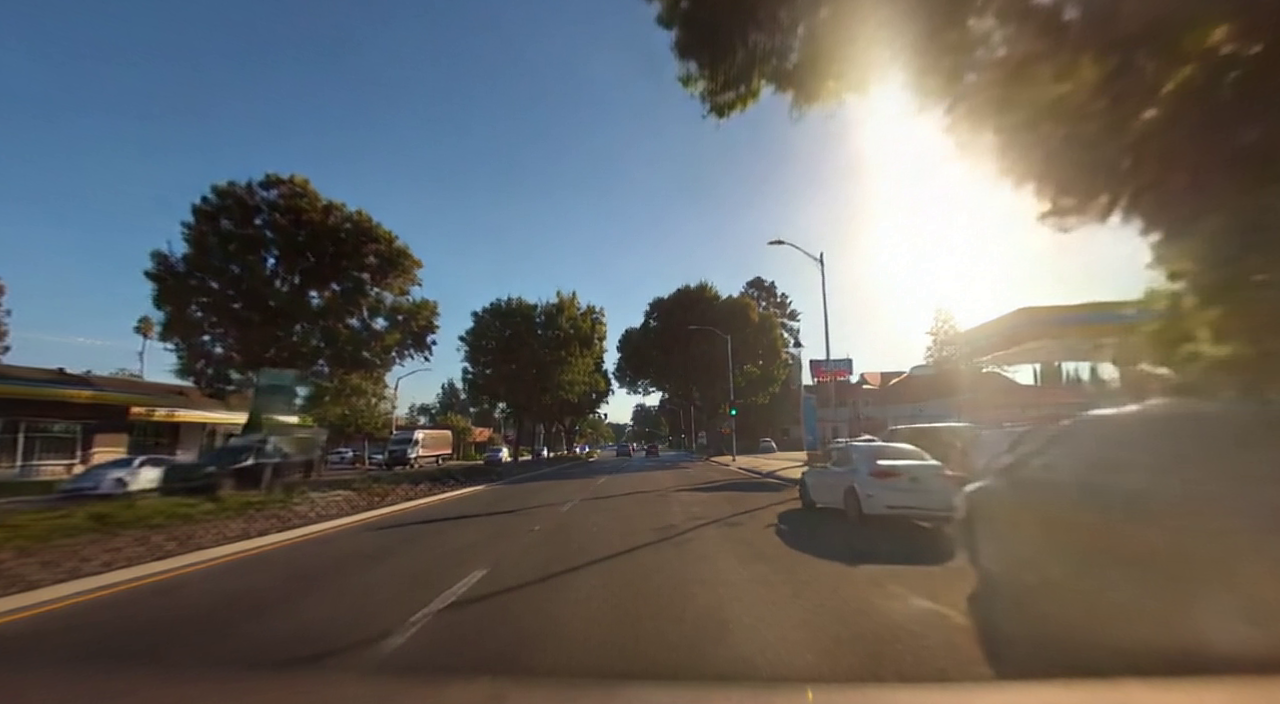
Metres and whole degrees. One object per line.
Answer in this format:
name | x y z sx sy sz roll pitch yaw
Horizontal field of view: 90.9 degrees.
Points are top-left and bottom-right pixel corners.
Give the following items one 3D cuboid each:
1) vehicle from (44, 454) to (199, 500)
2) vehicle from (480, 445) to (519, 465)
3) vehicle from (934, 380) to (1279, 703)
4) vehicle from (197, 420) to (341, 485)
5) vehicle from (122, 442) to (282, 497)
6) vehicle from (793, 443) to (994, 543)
vehicle | -18.883 4.539 23.292 1.817 1.460 4.524 0 -9 1
vehicle | -10.956 8.033 49.452 1.860 1.495 4.409 0 -9 2
vehicle | 4.309 1.224 4.594 2.179 1.709 4.512 0 -9 1
vehicle | -18.693 5.130 32.475 2.837 2.953 7.214 0 -9 2
vehicle | -14.508 3.881 21.290 1.977 1.619 4.612 0 -9 1
vehicle | 4.200 2.384 11.429 1.963 1.411 4.637 -1 -9 3
